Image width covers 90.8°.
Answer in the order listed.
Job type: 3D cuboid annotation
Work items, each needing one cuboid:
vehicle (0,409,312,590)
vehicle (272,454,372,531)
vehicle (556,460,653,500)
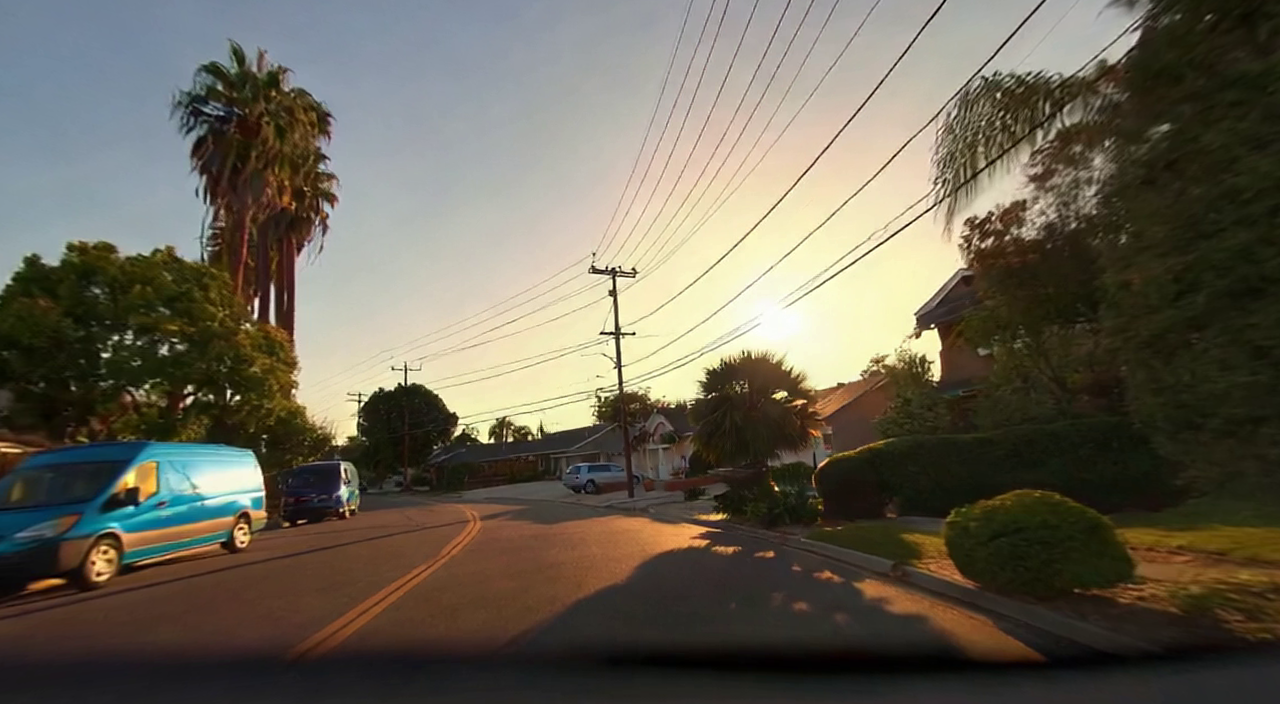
[{"bbox_3d":[-7.904,2.481,10.339,2.677,2.033,6.011,-2,-14,-9],"label":"vehicle"},{"bbox_3d":[-11.038,4.854,22.455,2.552,2.134,6.076,0,-10,-21],"label":"vehicle"},{"bbox_3d":[-2.030,7.367,36.863,5.102,2.040,2.472,6,-10,-33],"label":"vehicle"}]
